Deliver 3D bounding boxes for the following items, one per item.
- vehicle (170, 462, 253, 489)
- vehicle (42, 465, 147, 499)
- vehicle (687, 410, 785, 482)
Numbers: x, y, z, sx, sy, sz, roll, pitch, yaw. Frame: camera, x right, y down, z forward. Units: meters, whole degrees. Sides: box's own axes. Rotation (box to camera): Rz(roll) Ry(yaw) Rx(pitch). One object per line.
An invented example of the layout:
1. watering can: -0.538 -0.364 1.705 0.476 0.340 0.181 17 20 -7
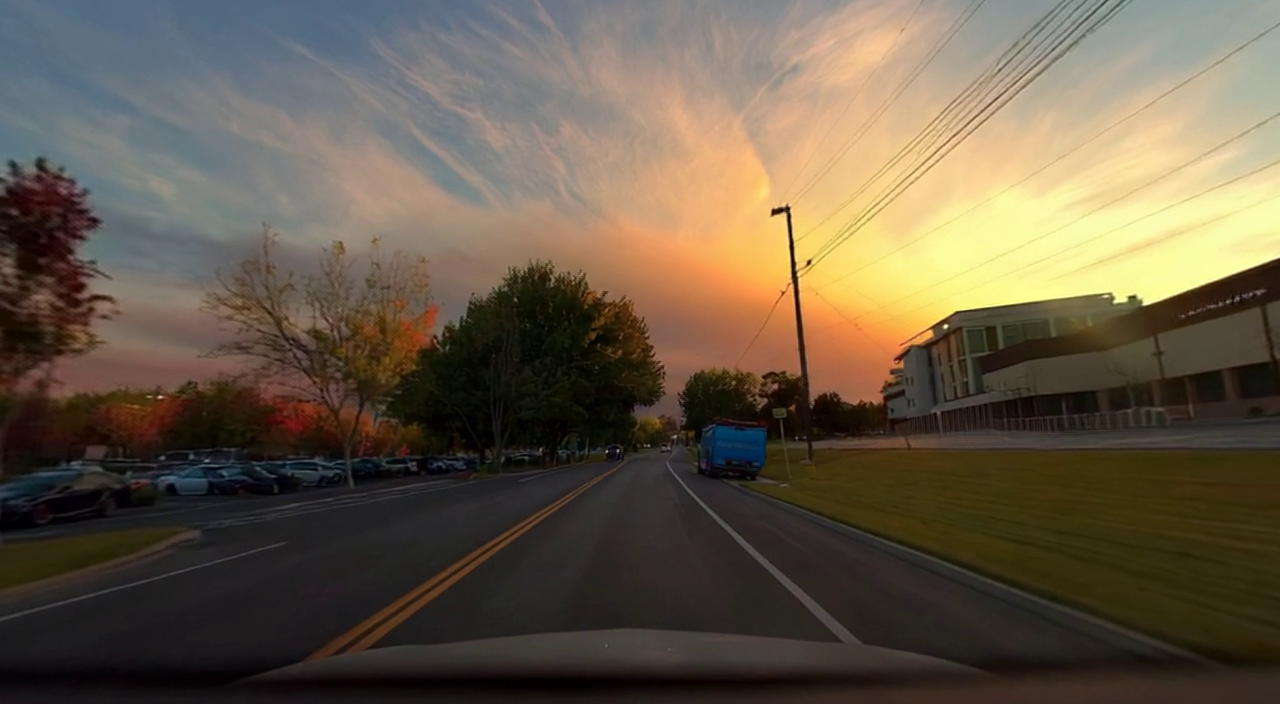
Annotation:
1. vehicle: -30.126 8.669 44.459 4.371 1.750 1.940 0 -8 1
2. vehicle: -31.107 7.389 36.061 4.313 1.738 1.985 -1 -8 7
3. vehicle: 4.523 4.815 32.528 3.282 3.067 10.181 0 -8 -1
